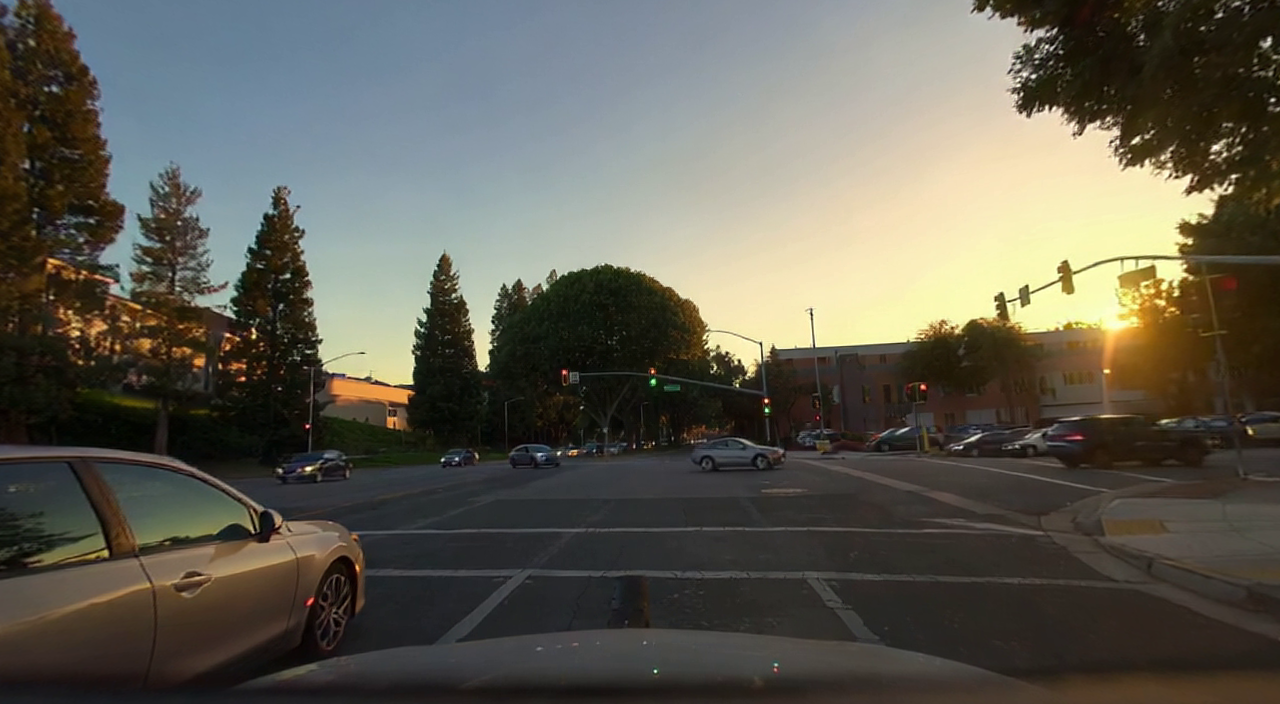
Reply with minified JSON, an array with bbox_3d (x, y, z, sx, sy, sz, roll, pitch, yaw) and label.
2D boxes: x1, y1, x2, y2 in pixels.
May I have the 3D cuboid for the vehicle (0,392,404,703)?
[{"bbox_3d":[-2.948,0.991,2.745,1.924,1.482,4.734,0,-8,1],"label":"vehicle"}]

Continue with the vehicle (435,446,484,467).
[{"bbox_3d":[-13.543,7.852,47.587,1.921,1.480,4.652,-1,-8,5],"label":"vehicle"}]

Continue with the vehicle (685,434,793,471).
[{"bbox_3d":[4.293,4.359,27.482,4.180,1.478,1.986,-5,-10,28],"label":"vehicle"}]

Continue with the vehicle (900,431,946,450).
[{"bbox_3d":[22.431,6.992,49.851,1.930,1.410,4.313,-8,-12,43],"label":"vehicle"}]

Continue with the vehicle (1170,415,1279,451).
[{"bbox_3d":[26.855,3.654,28.418,4.240,1.540,1.944,0,-8,-4],"label":"vehicle"}]

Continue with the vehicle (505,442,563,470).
[{"bbox_3d":[-6.005,5.778,35.358,1.841,1.450,4.364,4,-10,-29],"label":"vehicle"}]

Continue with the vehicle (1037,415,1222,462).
[{"bbox_3d":[18.561,3.340,24.145,5.268,1.687,1.942,-1,-9,4],"label":"vehicle"}]
